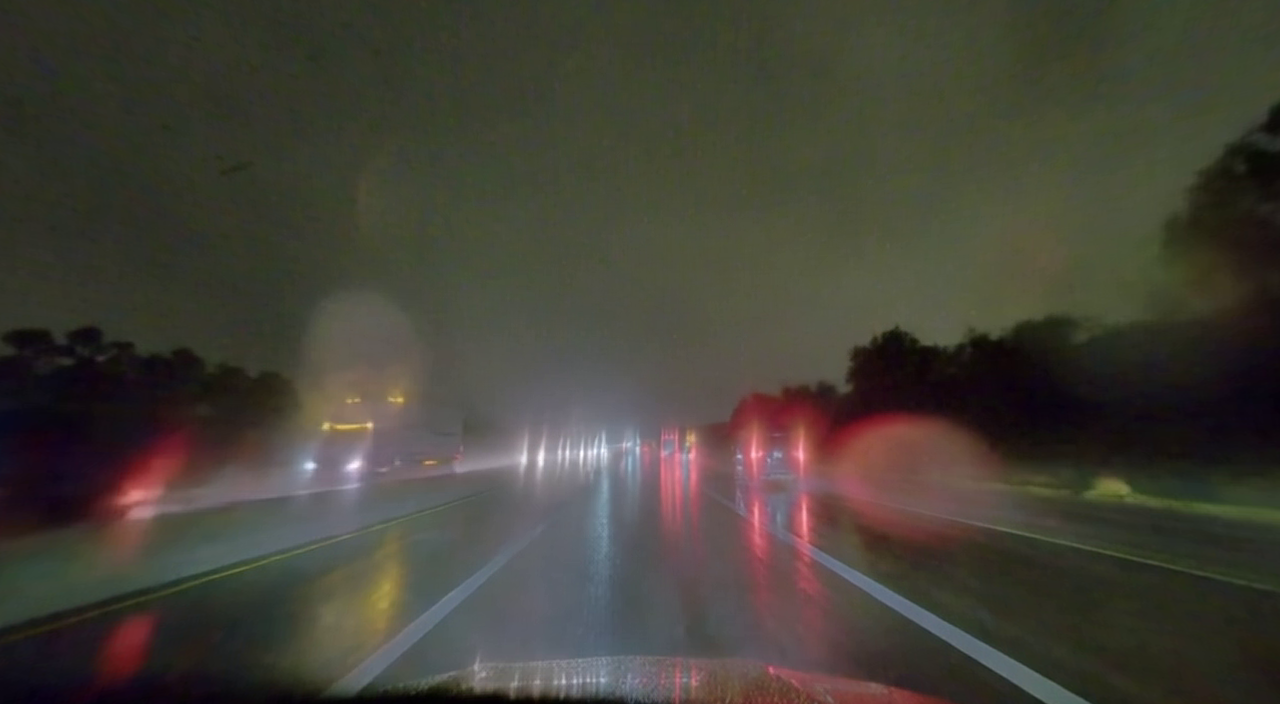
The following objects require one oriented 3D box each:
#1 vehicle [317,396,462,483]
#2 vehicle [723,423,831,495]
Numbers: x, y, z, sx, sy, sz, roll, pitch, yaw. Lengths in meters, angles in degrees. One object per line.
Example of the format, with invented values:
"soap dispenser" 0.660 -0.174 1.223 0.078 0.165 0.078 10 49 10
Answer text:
"vehicle" -13.838 5.236 36.721 2.965 4.111 13.756 0 -9 -1
"vehicle" 4.058 3.298 19.605 2.177 1.914 5.245 0 -9 0
